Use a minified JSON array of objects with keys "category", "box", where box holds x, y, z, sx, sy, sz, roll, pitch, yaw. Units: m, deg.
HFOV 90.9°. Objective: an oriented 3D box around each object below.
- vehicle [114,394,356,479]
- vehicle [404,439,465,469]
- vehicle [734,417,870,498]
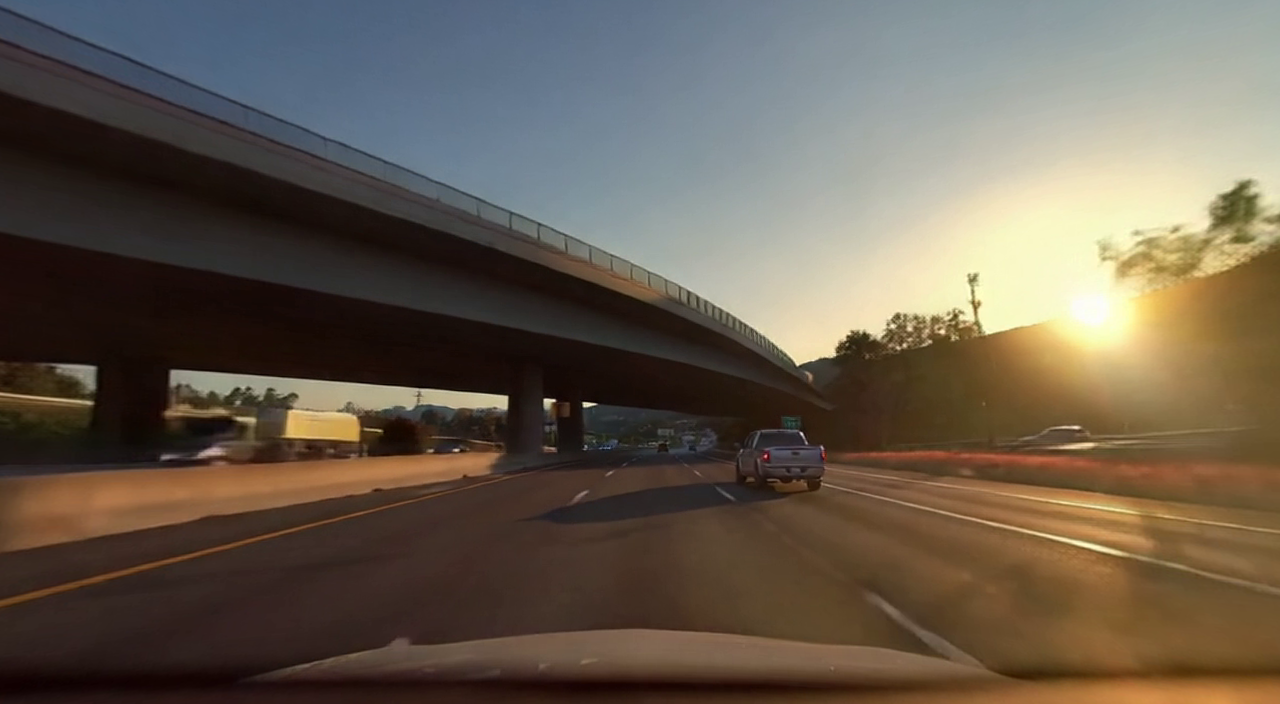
[{"category":"vehicle","box":[-18.565,4.197,30.847,3.005,3.267,12.753,0,-8,2]},{"category":"vehicle","box":[-12.340,6.126,38.164,2.004,1.656,4.805,0,-8,1]},{"category":"vehicle","box":[4.519,3.080,18.817,2.505,2.020,5.532,0,-8,-1]}]
